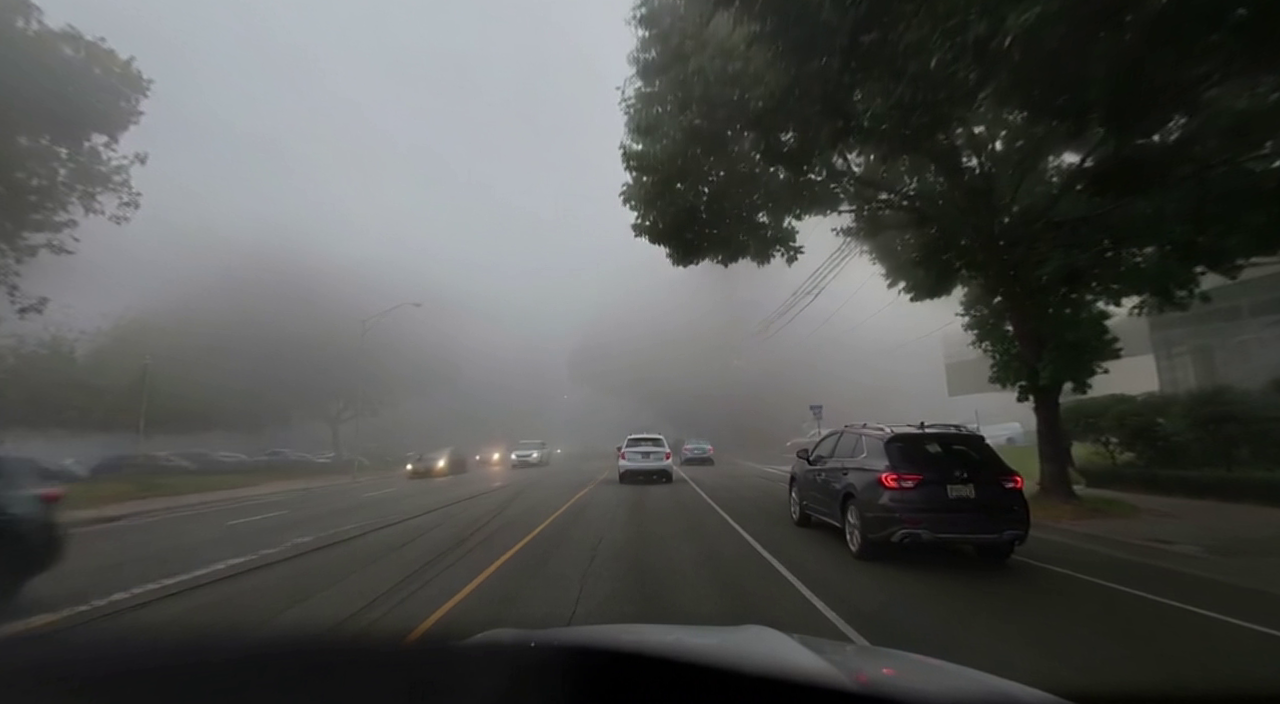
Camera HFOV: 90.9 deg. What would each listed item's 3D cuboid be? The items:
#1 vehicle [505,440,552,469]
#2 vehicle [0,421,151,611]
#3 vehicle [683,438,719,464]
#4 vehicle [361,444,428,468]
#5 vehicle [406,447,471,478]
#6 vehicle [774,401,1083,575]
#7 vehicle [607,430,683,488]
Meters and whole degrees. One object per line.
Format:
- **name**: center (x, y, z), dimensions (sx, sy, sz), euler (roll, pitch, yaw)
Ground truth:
- **vehicle**: center (-6.774, 6.270, 38.775), dimensions (2.008, 1.638, 4.552), euler (0, -8, 0)
- **vehicle**: center (-6.680, 1.397, 5.140), dimensions (1.936, 1.681, 4.274), euler (0, -9, -1)
- **vehicle**: center (3.777, 6.203, 39.564), dimensions (1.880, 1.503, 4.130), euler (0, -9, 0)
- **vehicle**: center (-18.719, 7.941, 48.191), dimensions (4.290, 1.510, 2.006), euler (-3, -9, 1)
- **vehicle**: center (-10.488, 5.767, 33.210), dimensions (1.967, 1.494, 4.483), euler (0, -9, 0)
- **vehicle**: center (3.354, 1.689, 8.586), dimensions (2.024, 1.711, 4.512), euler (0, -8, 0)
- **vehicle**: center (0.147, 3.409, 20.396), dimensions (2.200, 1.653, 4.127), euler (0, -8, 0)
